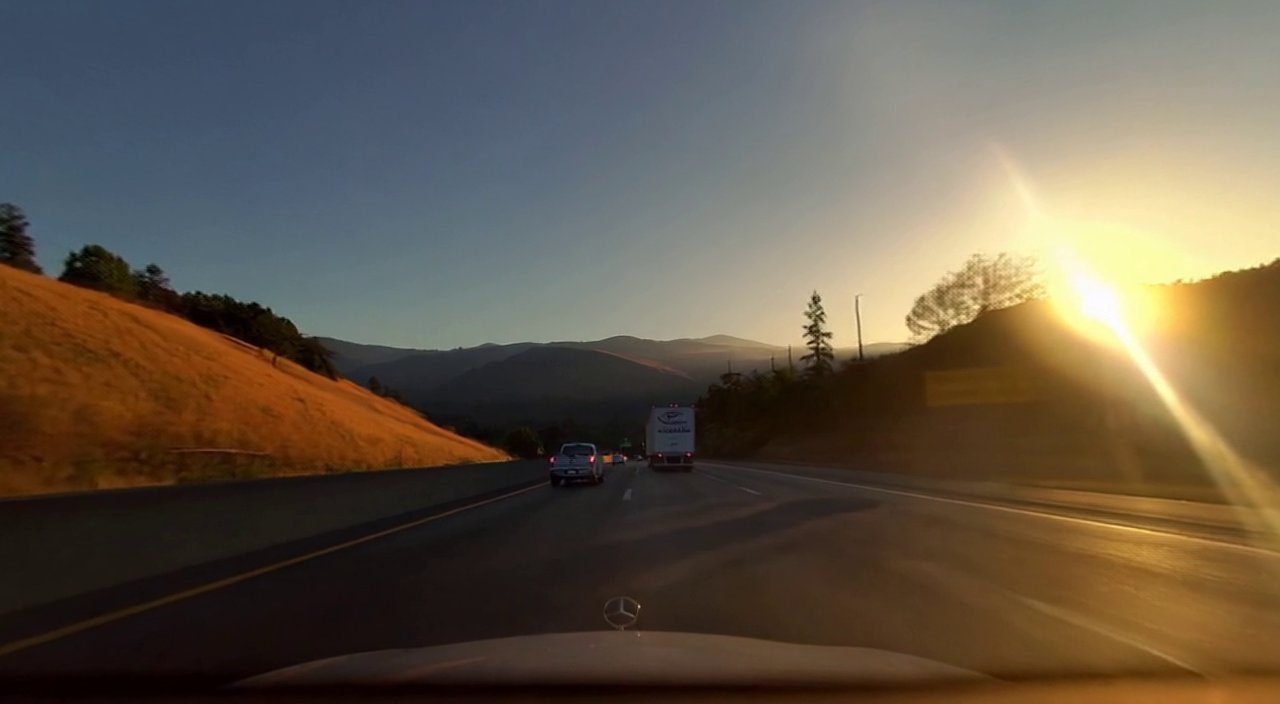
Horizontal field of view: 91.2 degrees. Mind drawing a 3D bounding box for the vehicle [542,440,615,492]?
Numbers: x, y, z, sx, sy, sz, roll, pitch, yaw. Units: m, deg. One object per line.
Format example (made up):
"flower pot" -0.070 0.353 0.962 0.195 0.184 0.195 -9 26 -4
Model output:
"vehicle" -2.132 4.094 22.902 2.160 1.691 4.243 0 -9 1
